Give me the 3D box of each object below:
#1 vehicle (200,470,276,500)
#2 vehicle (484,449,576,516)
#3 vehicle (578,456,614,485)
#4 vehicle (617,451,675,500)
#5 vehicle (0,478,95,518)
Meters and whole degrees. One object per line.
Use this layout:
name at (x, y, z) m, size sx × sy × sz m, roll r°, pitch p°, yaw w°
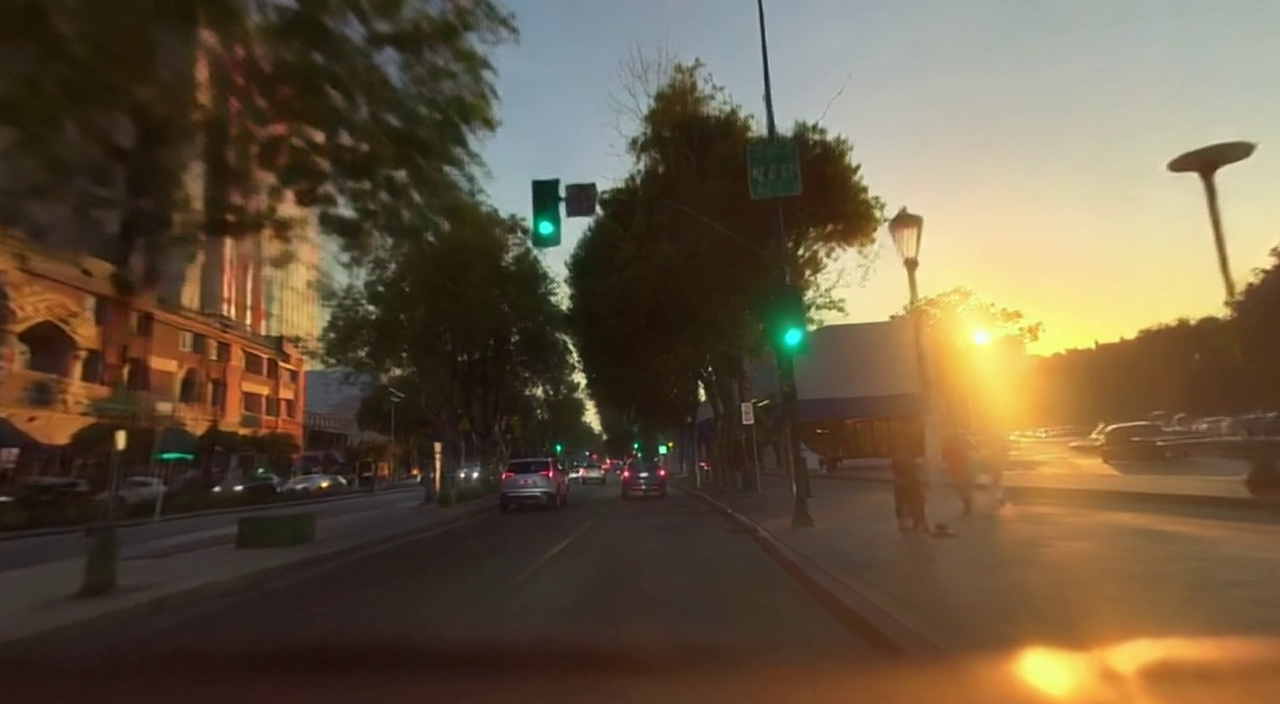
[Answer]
vehicle at (-27.600, 9.115, 43.502) m, size 1.998 × 1.797 × 5.035 m, roll 1°, pitch -10°, yaw -2°
vehicle at (-3.080, 3.766, 18.514) m, size 1.940 × 1.722 × 3.823 m, roll 0°, pitch -10°, yaw 1°
vehicle at (-2.909, 8.031, 42.803) m, size 2.220 × 1.847 × 4.587 m, roll 0°, pitch -10°, yaw -2°
vehicle at (0.186, 4.818, 24.836) m, size 2.120 × 1.758 × 3.917 m, roll 0°, pitch -10°, yaw -1°
vehicle at (-29.510, 7.021, 30.698) m, size 1.898 × 1.641 × 4.644 m, roll 1°, pitch -10°, yaw -3°
